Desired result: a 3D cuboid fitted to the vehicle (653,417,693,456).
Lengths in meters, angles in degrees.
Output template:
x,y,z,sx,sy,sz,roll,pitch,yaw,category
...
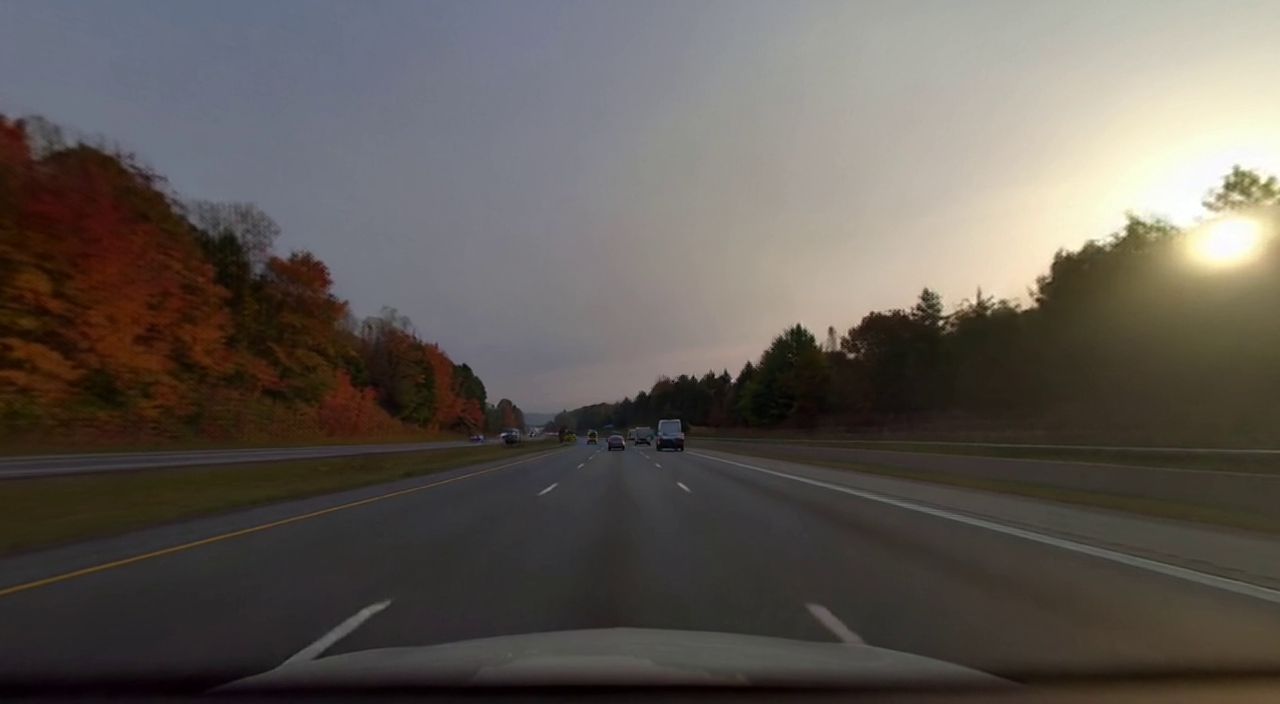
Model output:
x,y,z,sx,sy,sz,roll,pitch,yaw,category
2.290,6.136,45.622,2.411,2.614,5.781,0,-8,-1,vehicle
